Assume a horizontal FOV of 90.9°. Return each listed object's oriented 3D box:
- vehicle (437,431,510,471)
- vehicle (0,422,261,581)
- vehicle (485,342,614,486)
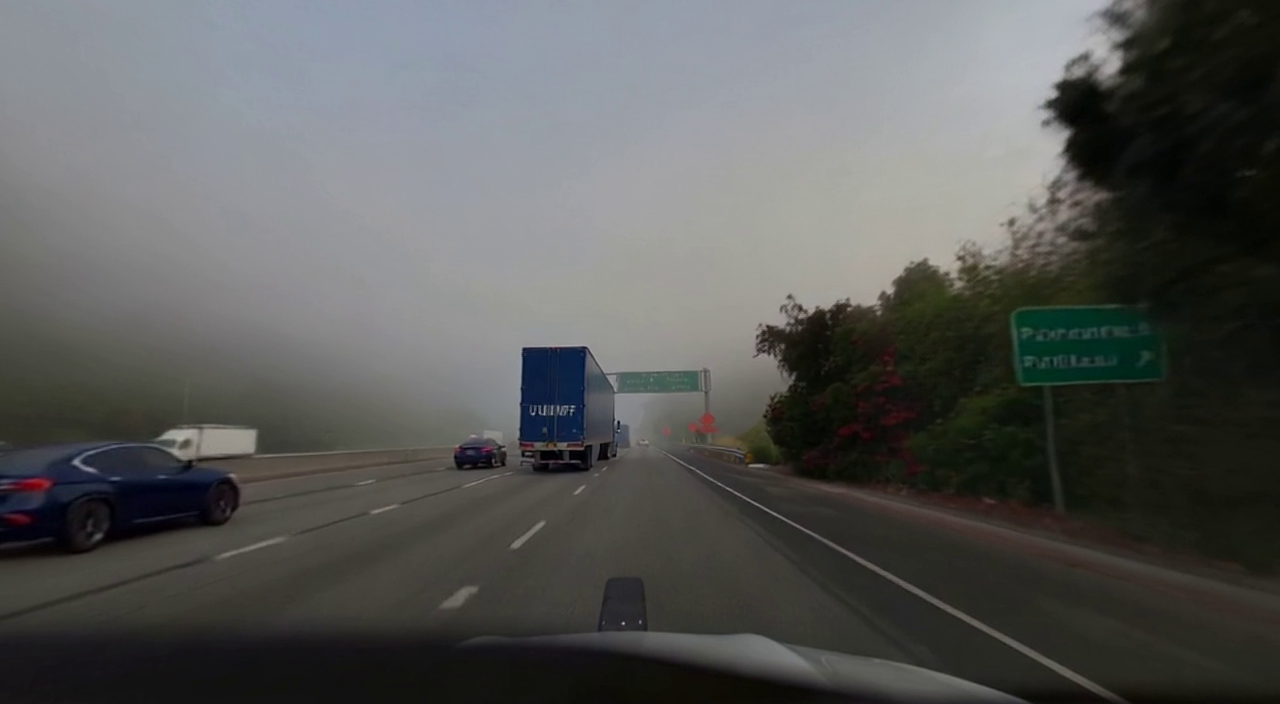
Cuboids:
[{"bbox_3d":[-7.201,4.319,27.781,1.949,1.604,4.456,0,-8,0],"label":"vehicle"},{"bbox_3d":[-6.998,1.647,7.646,1.911,1.494,4.555,-1,-8,1],"label":"vehicle"},{"bbox_3d":[-3.052,2.937,27.263,3.202,4.352,16.251,0,-8,0],"label":"vehicle"}]
